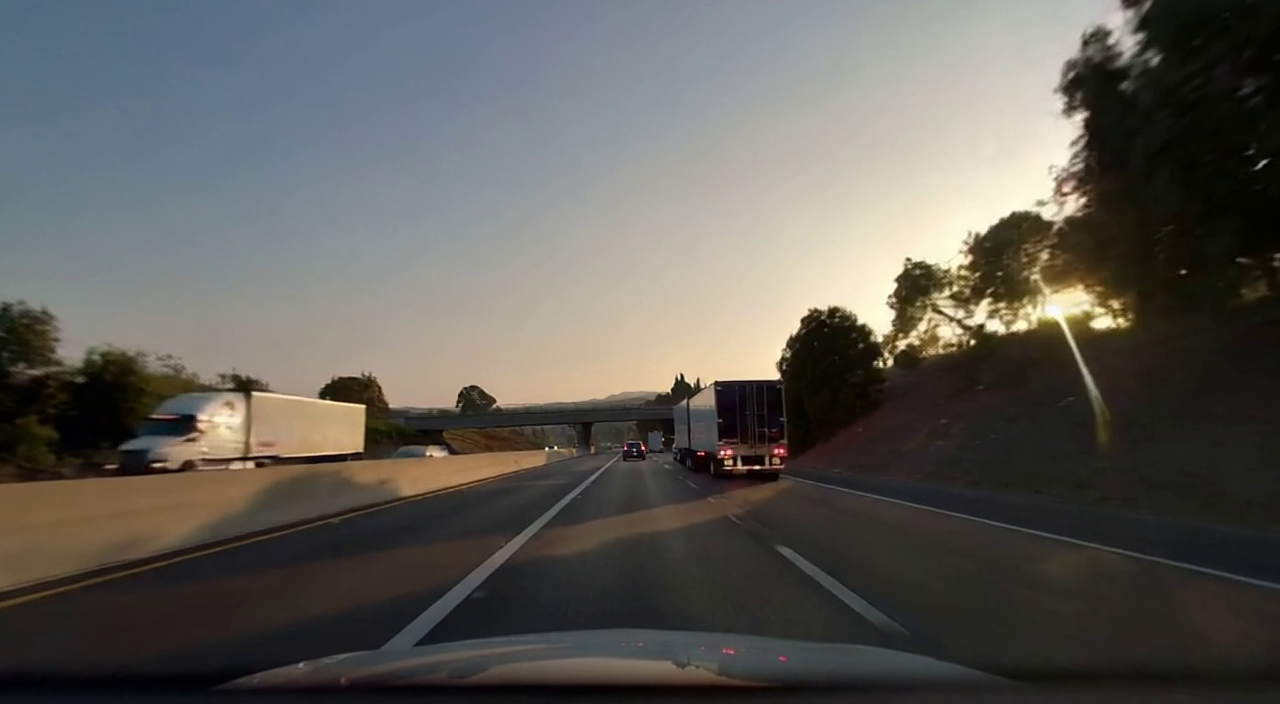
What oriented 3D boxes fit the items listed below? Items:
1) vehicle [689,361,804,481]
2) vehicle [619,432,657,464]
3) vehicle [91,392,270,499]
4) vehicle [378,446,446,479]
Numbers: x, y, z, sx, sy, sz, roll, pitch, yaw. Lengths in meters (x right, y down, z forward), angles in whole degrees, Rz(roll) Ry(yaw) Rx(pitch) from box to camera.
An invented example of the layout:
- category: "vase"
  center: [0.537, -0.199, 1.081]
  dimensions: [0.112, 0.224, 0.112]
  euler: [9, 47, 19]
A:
- category: "vehicle"
  center: [3.860, 2.892, 25.316]
  dimensions: [2.967, 3.961, 8.660]
  euler: [0, -8, -1]
- category: "vehicle"
  center: [-0.194, 6.679, 43.923]
  dimensions: [2.456, 2.007, 4.728]
  euler: [0, -8, -1]
- category: "vehicle"
  center: [-19.006, 3.915, 26.628]
  dimensions: [3.041, 3.970, 5.846]
  euler: [0, -8, -1]
- category: "vehicle"
  center: [-11.688, 5.659, 32.657]
  dimensions: [1.986, 1.548, 4.506]
  euler: [0, -8, -2]
